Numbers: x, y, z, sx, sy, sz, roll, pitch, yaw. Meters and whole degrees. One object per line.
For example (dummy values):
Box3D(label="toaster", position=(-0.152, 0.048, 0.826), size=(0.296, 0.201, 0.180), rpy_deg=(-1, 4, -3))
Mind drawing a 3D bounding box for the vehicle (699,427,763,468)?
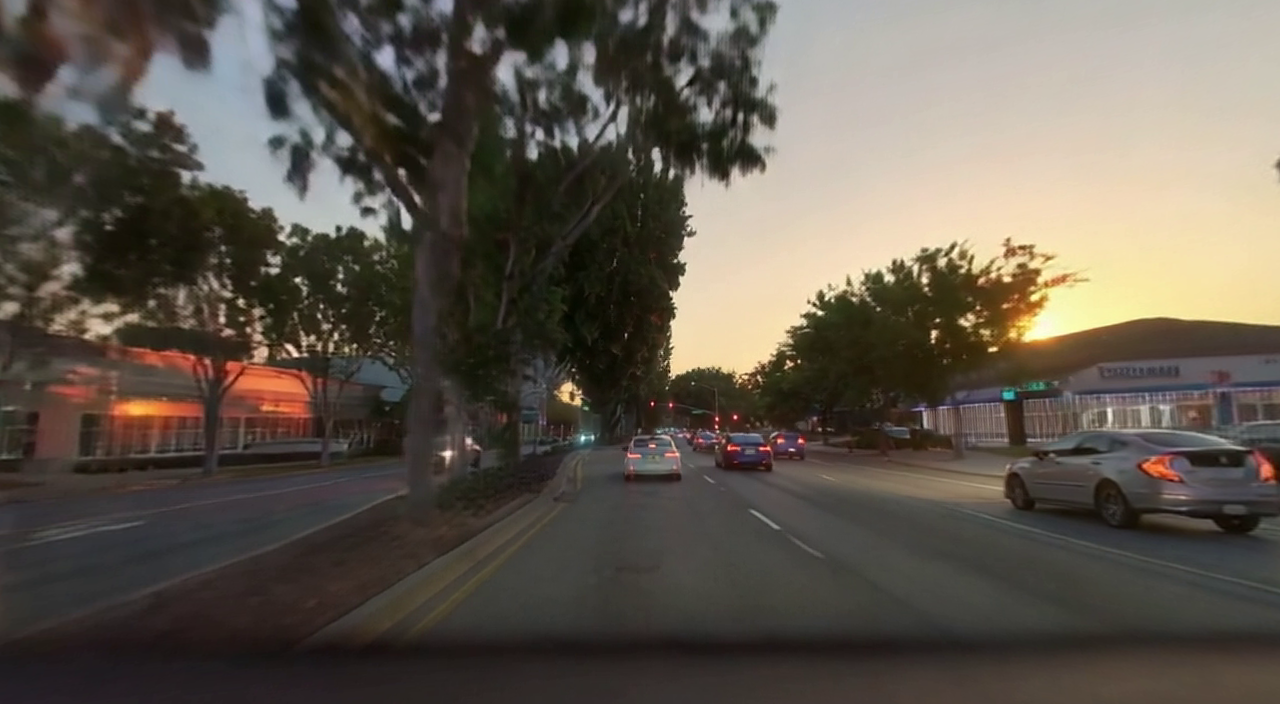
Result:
Box3D(label="vehicle", position=(3.689, 3.954, 26.275), size=(1.988, 1.528, 4.144), rpy_deg=(0, -8, -1))

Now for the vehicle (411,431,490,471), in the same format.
Box3D(label="vehicle", position=(-8.335, 4.391, 28.172), size=(2.044, 1.610, 4.463), rpy_deg=(-1, -8, 2))

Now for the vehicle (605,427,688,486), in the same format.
Box3D(label="vehicle", position=(0.211, 2.932, 17.982), size=(2.096, 1.473, 3.893), rpy_deg=(-1, -8, 1))

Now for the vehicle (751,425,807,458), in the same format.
Box3D(label="vehicle", position=(7.615, 4.971, 34.934), size=(2.044, 1.701, 4.397), rpy_deg=(0, -8, 0))

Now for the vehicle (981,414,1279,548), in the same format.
Box3D(label="vehicle", position=(7.283, 1.781, 9.451), size=(1.892, 1.515, 4.400), rpy_deg=(0, -8, 1))
